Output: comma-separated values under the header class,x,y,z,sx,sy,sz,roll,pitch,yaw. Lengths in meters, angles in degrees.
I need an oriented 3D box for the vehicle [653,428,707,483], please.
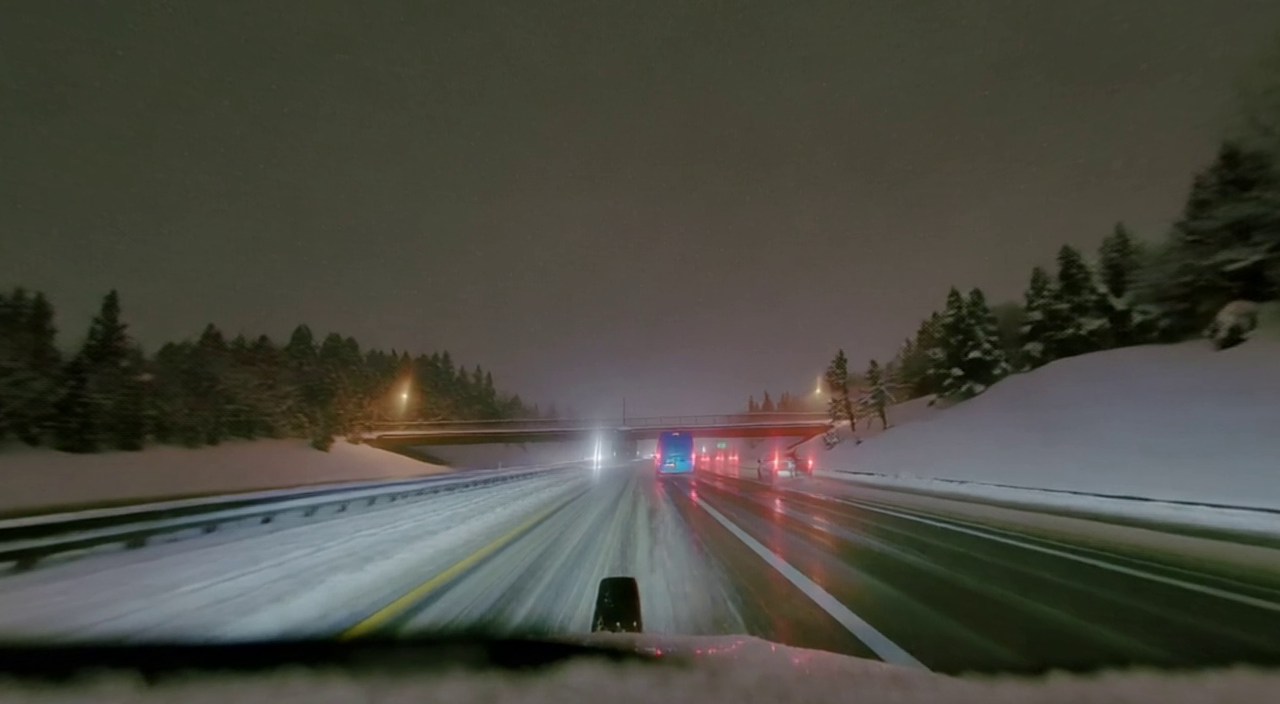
class,x,y,z,sx,sy,sz,roll,pitch,yaw
vehicle,1.969,5.396,32.899,2.560,2.598,5.581,0,-9,1
